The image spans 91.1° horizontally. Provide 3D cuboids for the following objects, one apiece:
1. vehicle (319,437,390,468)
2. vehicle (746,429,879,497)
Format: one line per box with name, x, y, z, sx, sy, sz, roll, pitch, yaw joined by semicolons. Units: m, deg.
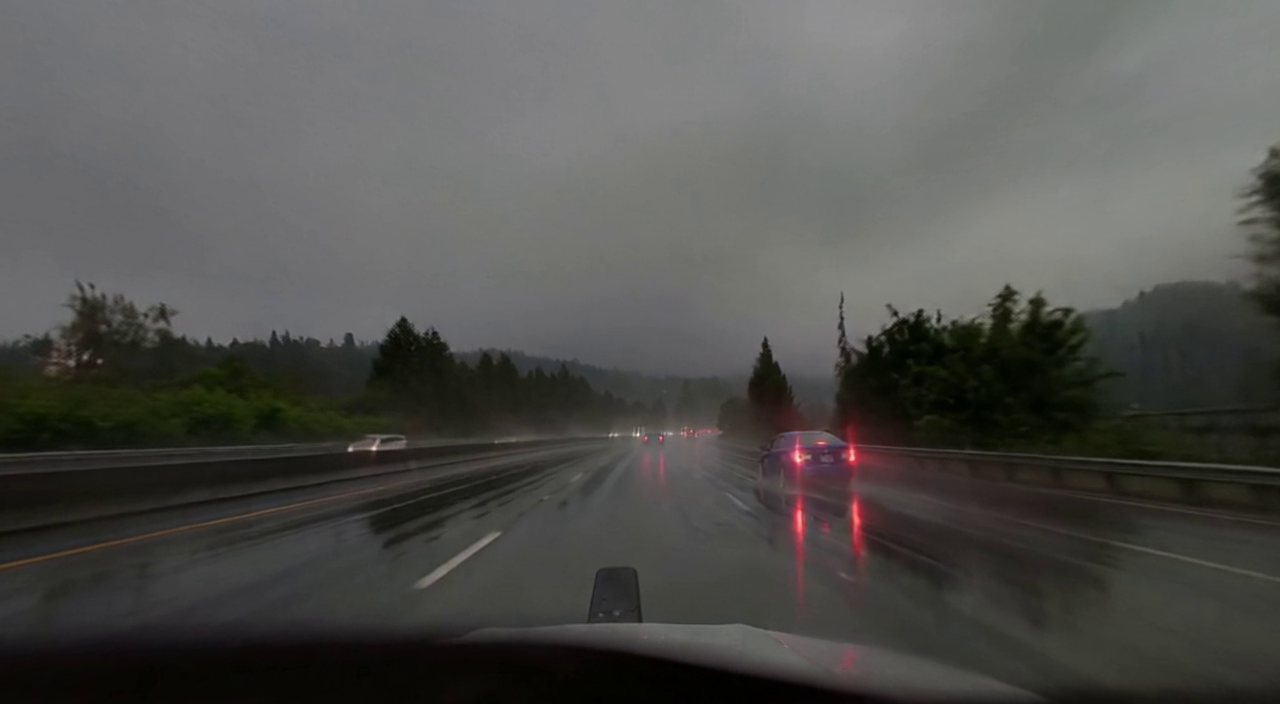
vehicle;-15.847;5.566;35.160;1.900;1.622;4.292;0;-8;1
vehicle;4.090;2.690;15.733;1.982;1.452;4.294;0;-8;-2
